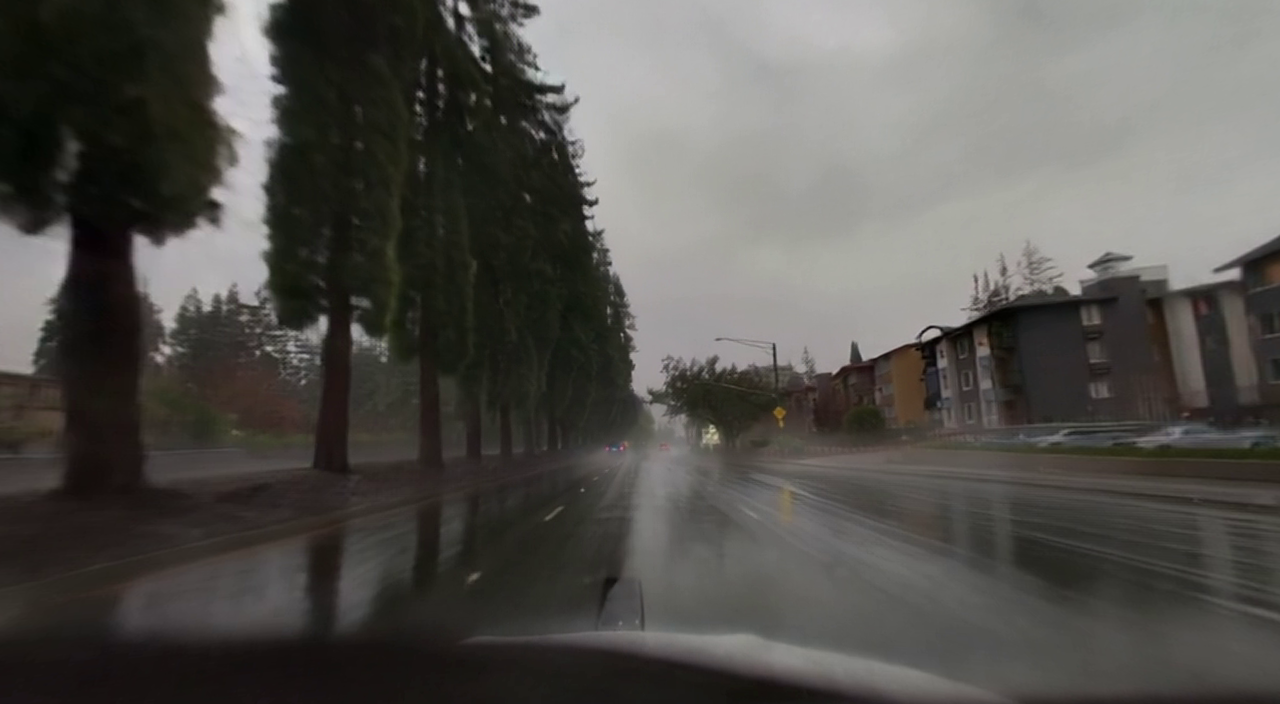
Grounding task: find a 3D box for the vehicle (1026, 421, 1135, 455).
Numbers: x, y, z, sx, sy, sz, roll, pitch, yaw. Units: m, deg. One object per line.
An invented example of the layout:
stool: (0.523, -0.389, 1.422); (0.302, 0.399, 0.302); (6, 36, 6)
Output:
vehicle: (19.857, 3.893, 28.580); (3.688, 1.489, 1.667); (1, -9, -4)
